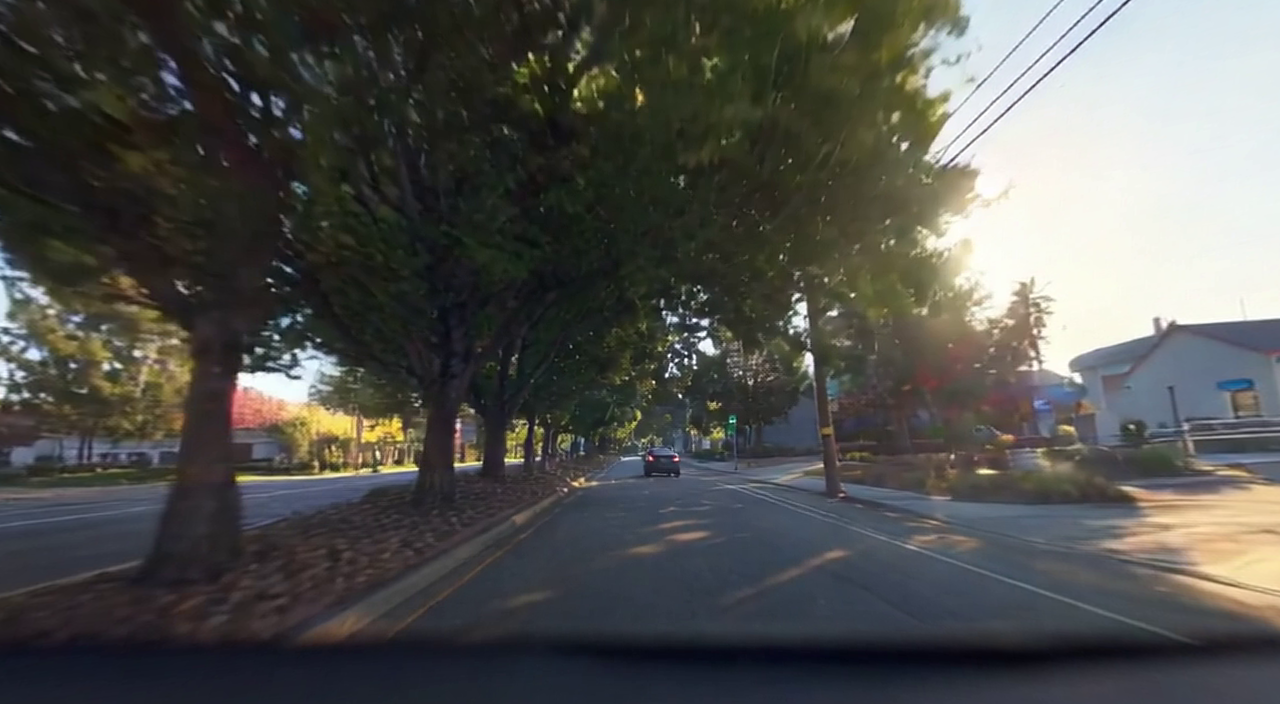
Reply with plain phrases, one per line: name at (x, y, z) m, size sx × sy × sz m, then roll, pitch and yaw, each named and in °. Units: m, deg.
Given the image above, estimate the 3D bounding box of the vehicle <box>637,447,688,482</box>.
vehicle at (0.963, 5.306, 30.095) m, size 2.061 × 1.475 × 4.296 m, roll 0°, pitch -8°, yaw -3°
